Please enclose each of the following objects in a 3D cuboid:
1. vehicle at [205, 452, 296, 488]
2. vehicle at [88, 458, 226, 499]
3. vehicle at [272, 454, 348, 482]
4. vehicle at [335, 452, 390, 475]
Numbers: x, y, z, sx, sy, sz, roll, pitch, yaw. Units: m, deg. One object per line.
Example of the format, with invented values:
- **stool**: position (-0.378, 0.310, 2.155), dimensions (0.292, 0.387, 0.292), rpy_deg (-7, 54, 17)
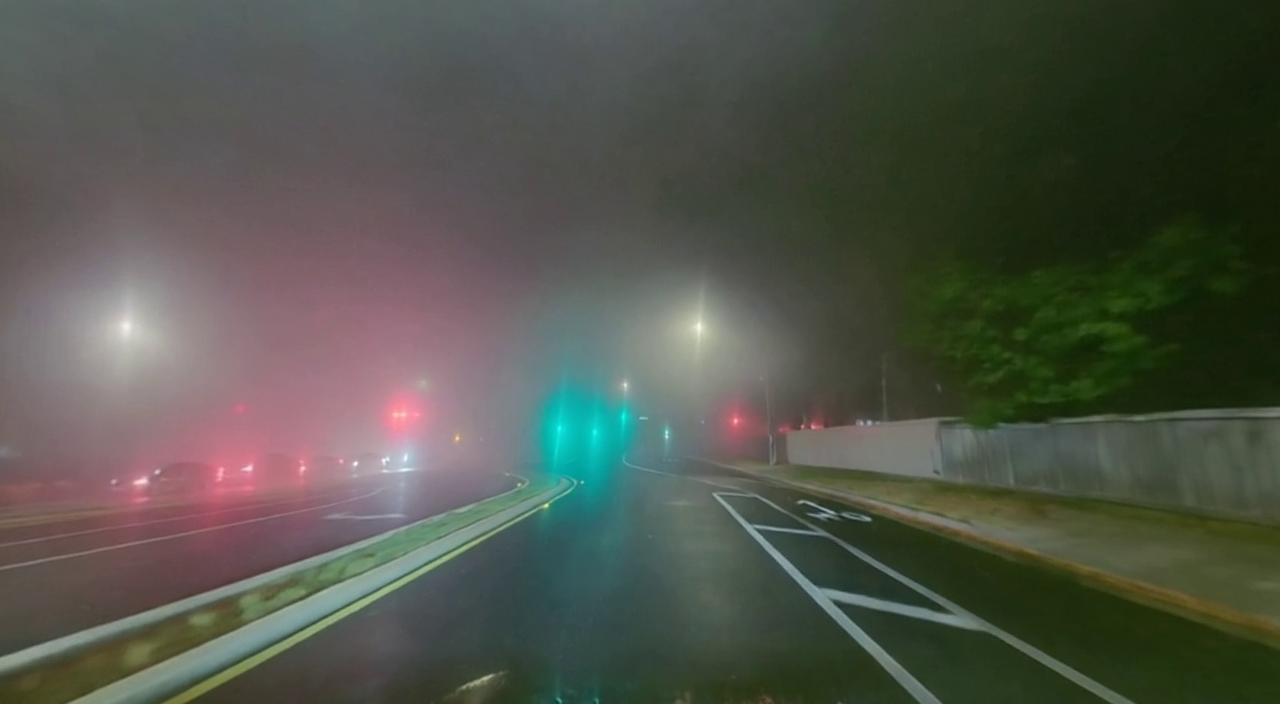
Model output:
- **vehicle**: position (-21.557, 6.496, 35.160), dimensions (1.974, 1.704, 4.628), rpy_deg (1, -8, 2)
- **vehicle**: position (-21.560, 5.645, 28.491), dimensions (1.919, 1.497, 5.140), rpy_deg (-1, -8, 4)
- **vehicle**: position (-21.359, 7.505, 41.094), dimensions (1.954, 1.575, 5.225), rpy_deg (0, -8, 2)
- **vehicle**: position (-21.198, 8.530, 48.406), dimensions (1.883, 1.506, 4.863), rpy_deg (1, -8, 2)
